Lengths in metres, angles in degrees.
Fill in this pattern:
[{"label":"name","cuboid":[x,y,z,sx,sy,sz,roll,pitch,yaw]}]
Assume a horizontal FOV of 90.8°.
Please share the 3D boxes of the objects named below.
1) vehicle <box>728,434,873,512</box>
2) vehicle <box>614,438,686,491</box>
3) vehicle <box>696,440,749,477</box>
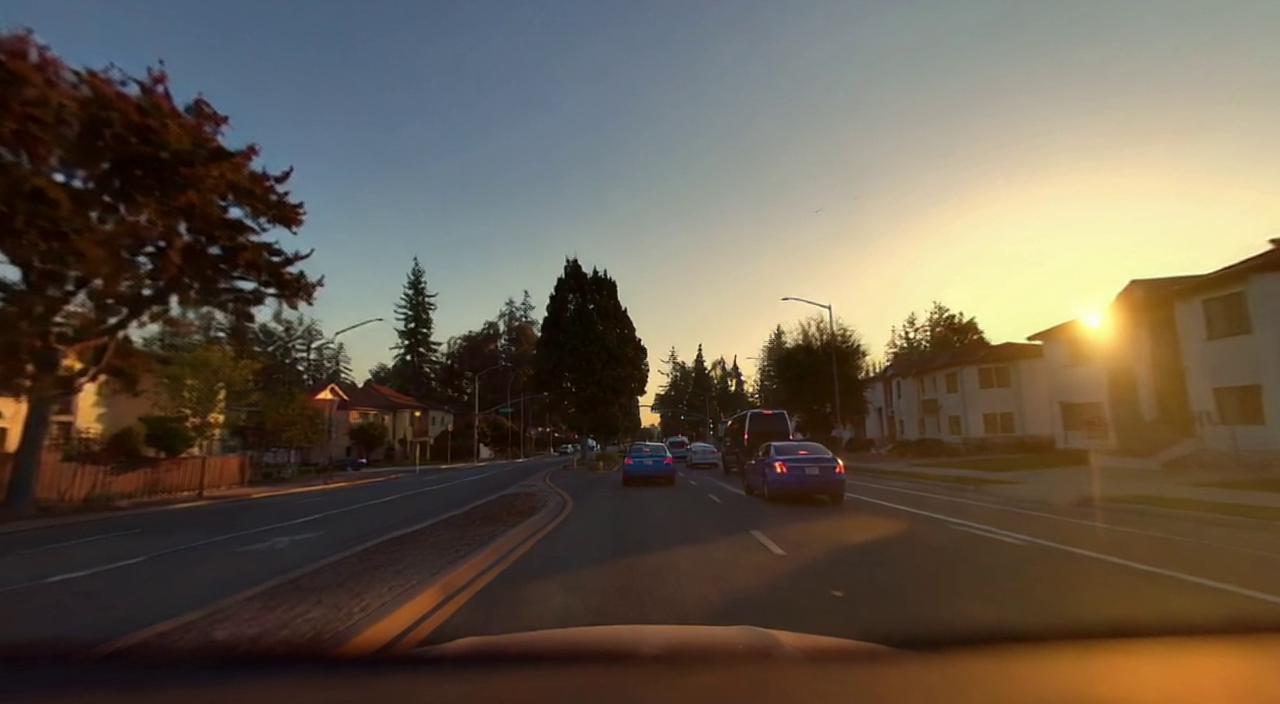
[{"label":"vehicle","cuboid":[3.508,2.756,14.894,2.161,1.519,4.568,0,-9,-1]},{"label":"vehicle","cuboid":[0.272,3.582,20.376,2.093,1.497,4.010,0,-9,0]},{"label":"vehicle","cuboid":[3.539,4.624,27.576,1.775,1.499,3.488,0,-9,-1]}]
